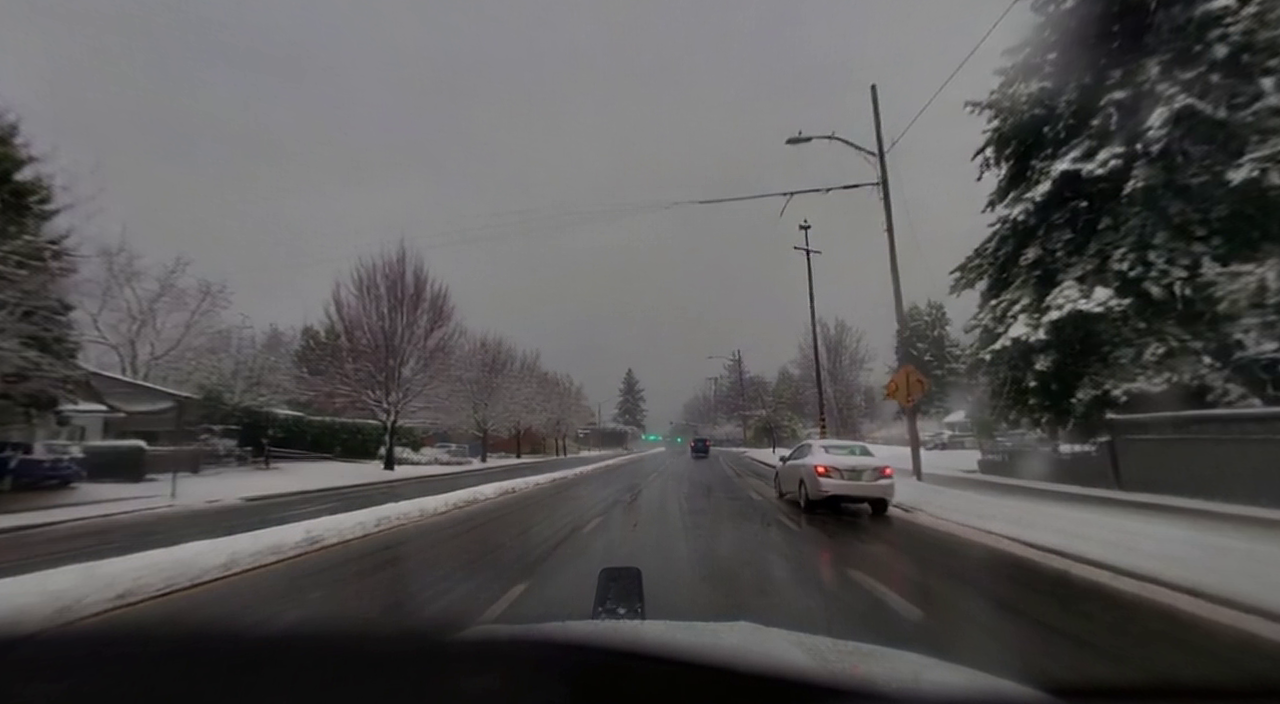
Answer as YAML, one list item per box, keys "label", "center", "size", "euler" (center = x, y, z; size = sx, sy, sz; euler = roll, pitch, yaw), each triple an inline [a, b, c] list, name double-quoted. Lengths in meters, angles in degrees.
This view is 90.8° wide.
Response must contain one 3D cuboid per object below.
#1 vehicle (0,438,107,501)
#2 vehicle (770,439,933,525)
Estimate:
- label: "vehicle"
  center: [-22.477, 4.145, 22.429]
  size: [5.134, 2.110, 2.040]
  euler: [0, -8, 0]
- label: "vehicle"
  center: [4.123, 2.576, 13.248]
  size: [1.993, 1.457, 4.599]
  euler: [-1, -8, 3]
